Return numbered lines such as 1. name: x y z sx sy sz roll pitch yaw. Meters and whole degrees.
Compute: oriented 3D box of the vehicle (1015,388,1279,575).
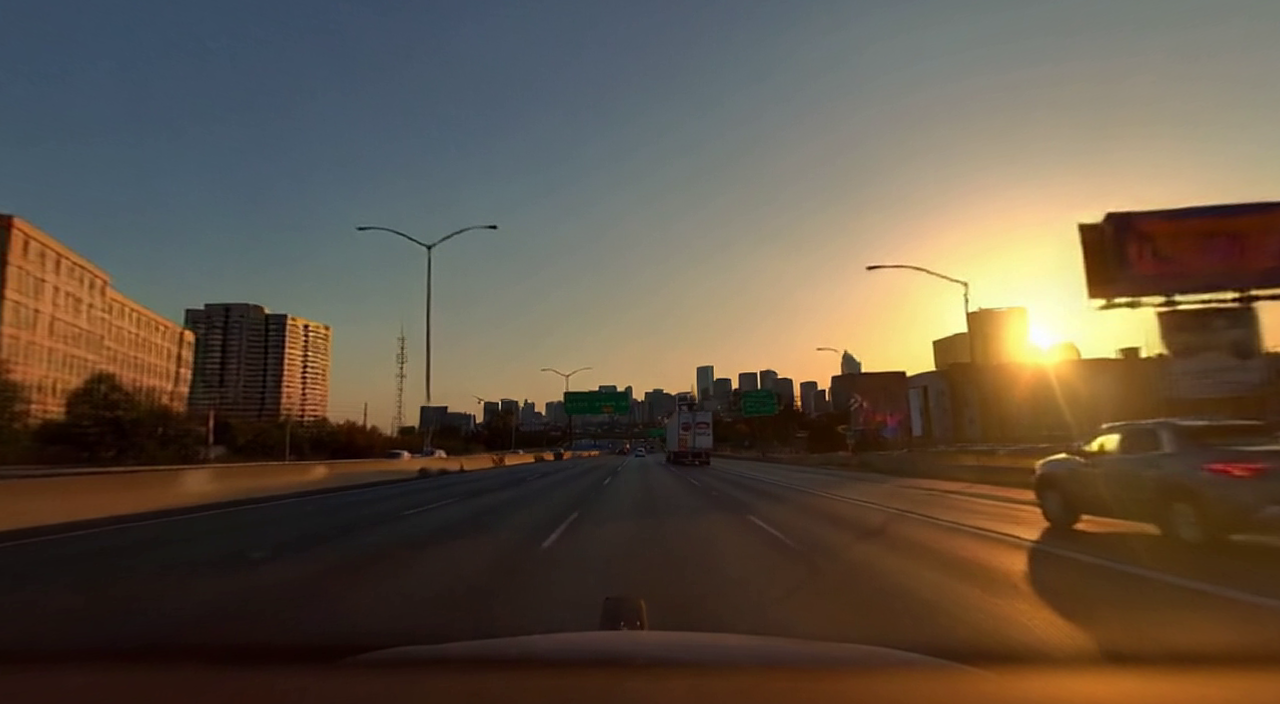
1. vehicle: 8.002 1.649 8.482 2.544 1.947 5.288 0 -9 -1
